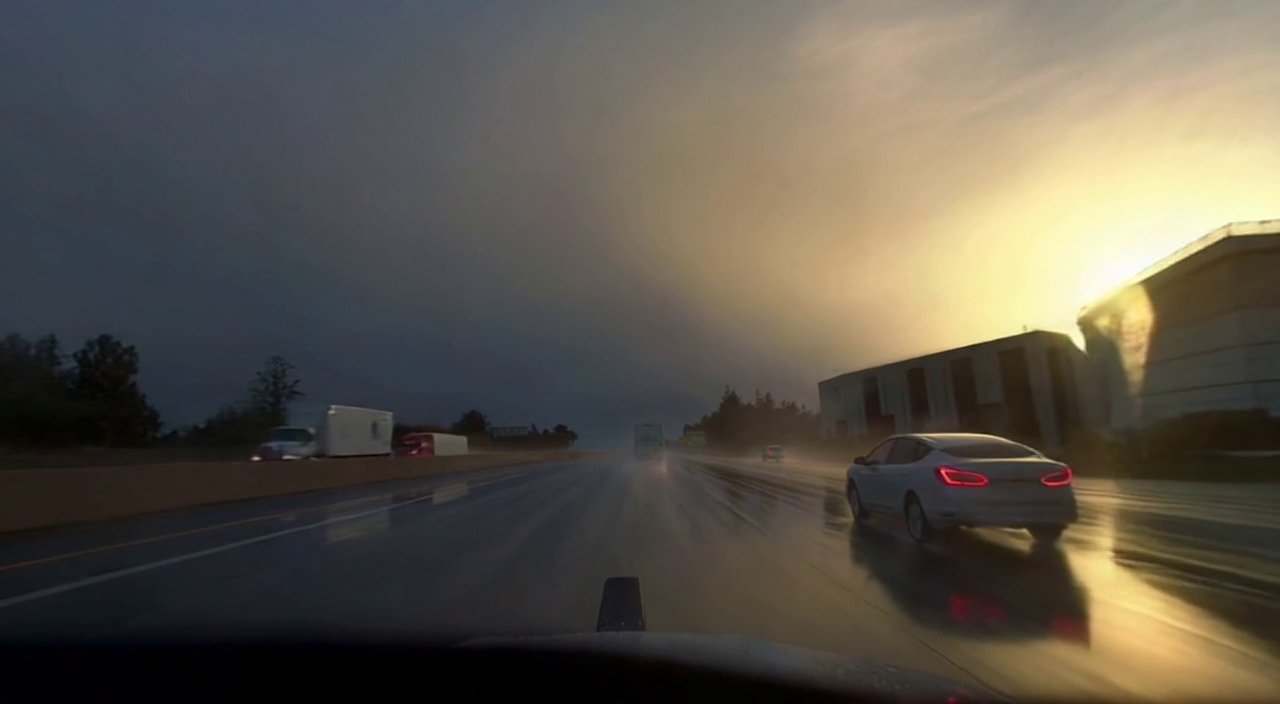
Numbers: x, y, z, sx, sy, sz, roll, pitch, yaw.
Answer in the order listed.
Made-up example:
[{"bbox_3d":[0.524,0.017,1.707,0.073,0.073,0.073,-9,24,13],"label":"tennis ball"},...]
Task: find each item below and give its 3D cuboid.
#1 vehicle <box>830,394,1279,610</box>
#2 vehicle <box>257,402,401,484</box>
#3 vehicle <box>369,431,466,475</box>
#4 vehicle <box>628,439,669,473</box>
[{"bbox_3d":[4.003,1.509,7.286,2.008,1.595,5.082,0,-9,0],"label":"vehicle"},{"bbox_3d":[-15.734,4.767,32.850,3.049,3.710,8.153,0,-9,1],"label":"vehicle"},{"bbox_3d":[-15.670,7.310,45.636,2.723,2.765,11.554,0,-9,1],"label":"vehicle"},{"bbox_3d":[0.373,5.484,33.290,2.015,1.639,4.086,0,-9,-1],"label":"vehicle"}]
